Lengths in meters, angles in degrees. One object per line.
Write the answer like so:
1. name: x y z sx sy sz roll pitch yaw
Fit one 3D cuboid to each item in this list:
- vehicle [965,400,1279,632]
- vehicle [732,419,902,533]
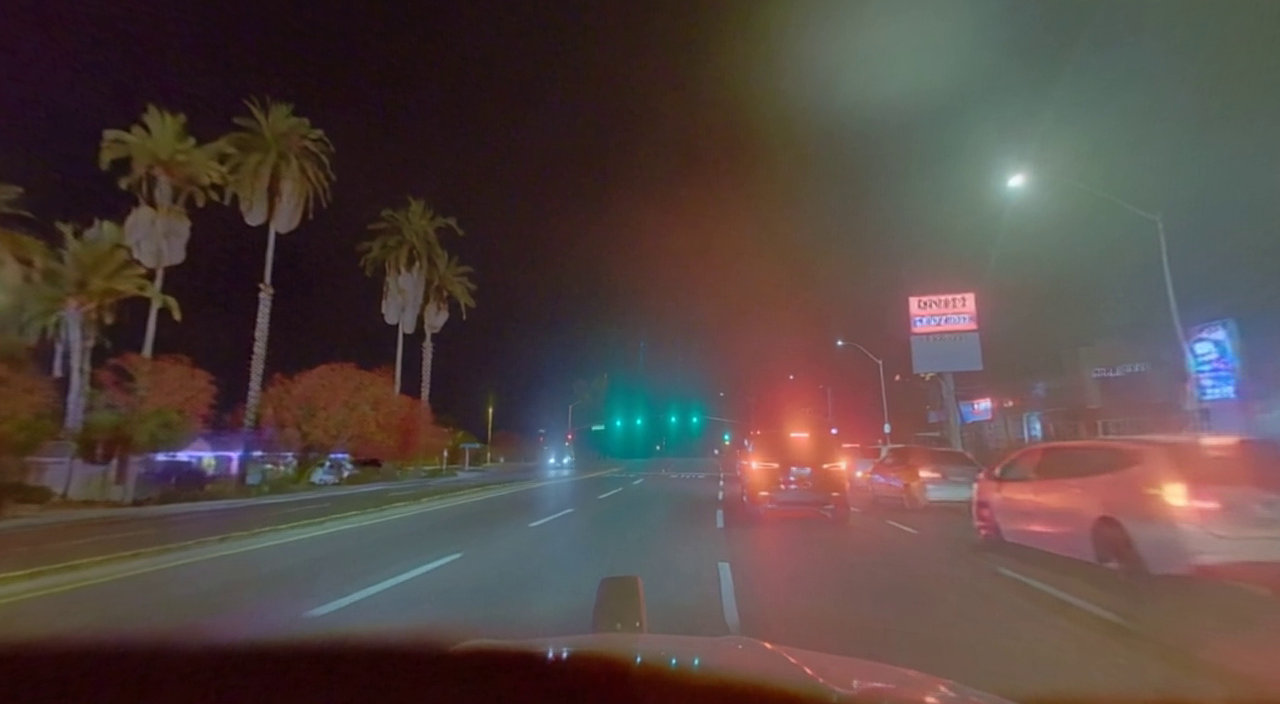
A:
1. vehicle: 5.756 1.596 7.084 2.187 1.777 4.444 -1 -9 6
2. vehicle: 3.215 2.389 12.753 2.428 1.816 4.959 -1 -9 6
